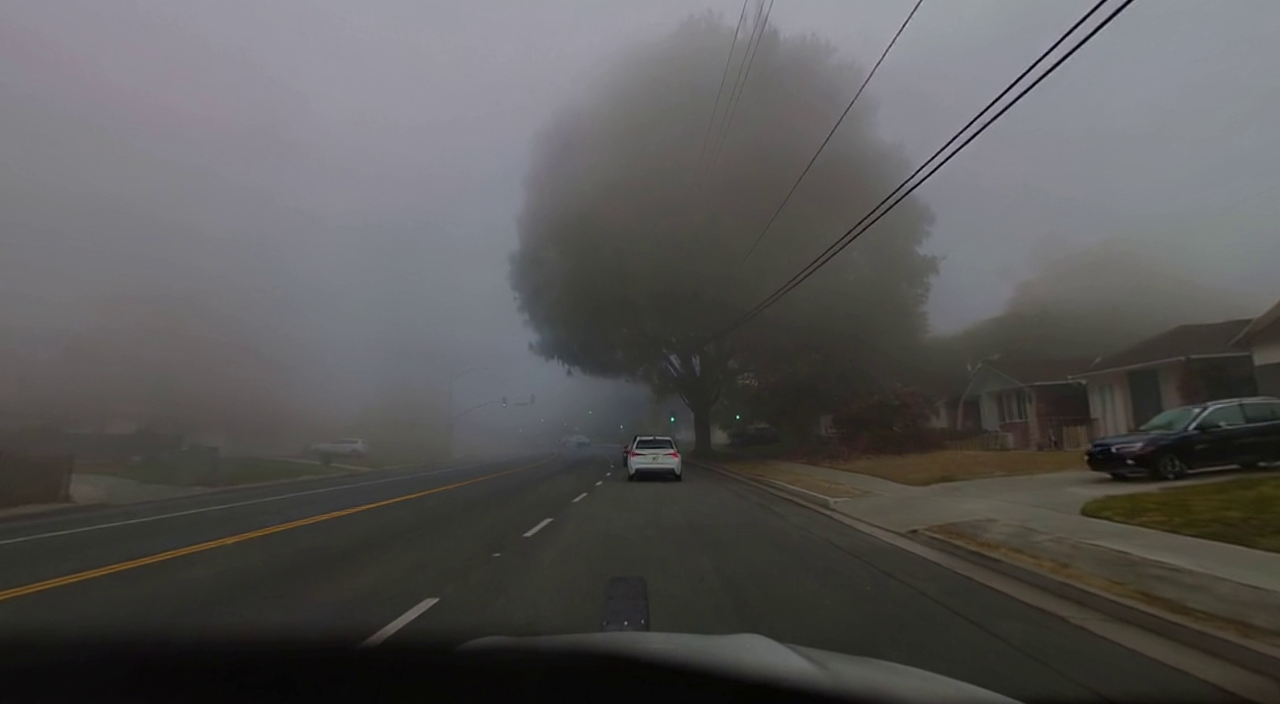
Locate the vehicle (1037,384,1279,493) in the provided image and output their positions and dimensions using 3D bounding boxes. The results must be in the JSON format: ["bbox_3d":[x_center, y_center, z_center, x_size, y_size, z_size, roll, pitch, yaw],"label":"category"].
[{"bbox_3d":[10.159,1.451,11.244,4.746,1.485,1.916,-5,-8,0],"label":"vehicle"}]

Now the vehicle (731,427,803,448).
[{"bbox_3d":[9.272,6.271,46.139,4.783,1.514,1.895,2,-9,-14],"label":"vehicle"}]

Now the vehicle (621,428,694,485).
[{"bbox_3d":[0.527,3.314,20.230,2.088,1.607,3.903,0,-8,1],"label":"vehicle"}]

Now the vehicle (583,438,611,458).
[{"bbox_3d":[-3.305,7.446,48.819,2.040,1.477,4.199,0,-8,-2],"label":"vehicle"}]
